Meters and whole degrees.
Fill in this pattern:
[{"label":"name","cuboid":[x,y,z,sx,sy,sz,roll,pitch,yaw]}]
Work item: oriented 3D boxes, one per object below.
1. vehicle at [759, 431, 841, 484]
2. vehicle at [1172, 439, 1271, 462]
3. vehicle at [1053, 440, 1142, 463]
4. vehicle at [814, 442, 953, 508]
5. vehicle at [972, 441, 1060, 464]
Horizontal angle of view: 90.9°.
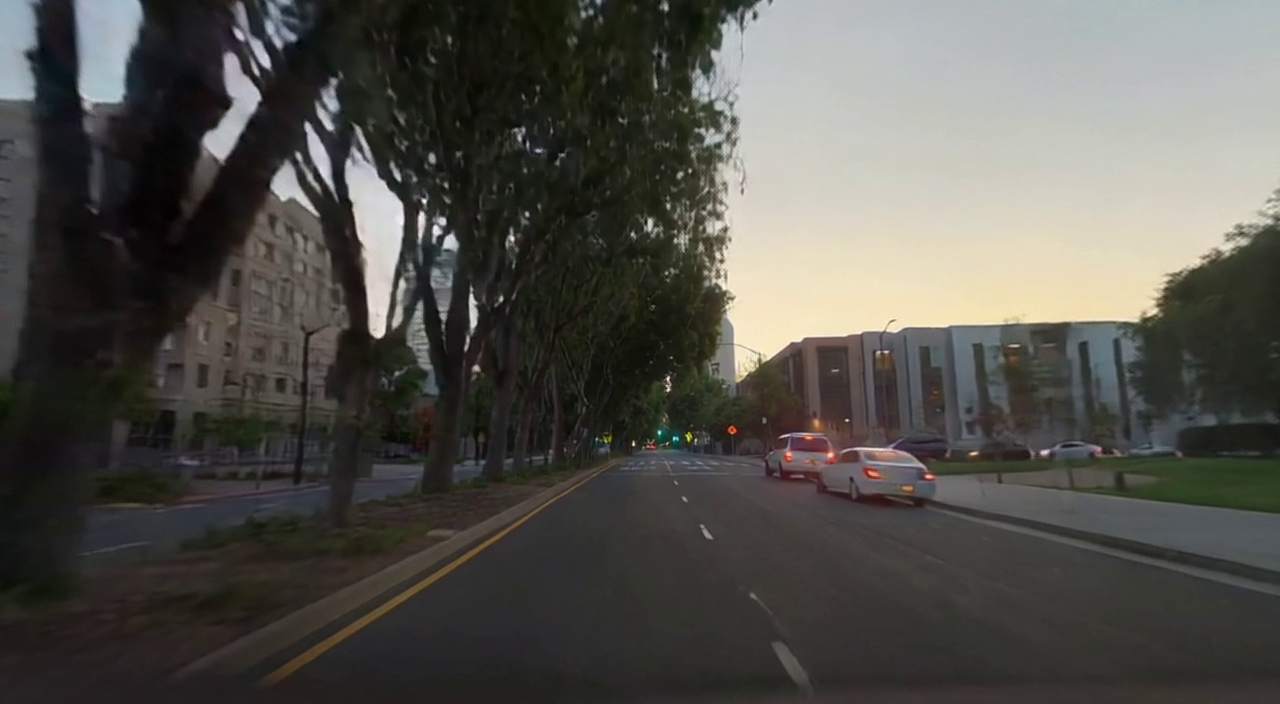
[{"label":"vehicle","cuboid":[6.310,4.221,25.512,2.045,1.890,4.876,0,-8,0]},{"label":"vehicle","cuboid":[38.537,6.500,41.842,4.519,1.466,1.996,0,-8,1]},{"label":"vehicle","cuboid":[30.458,6.605,42.051,4.373,1.489,1.908,0,-8,1]},{"label":"vehicle","cuboid":[6.306,3.211,16.998,1.948,1.511,4.623,0,-8,1]},{"label":"vehicle","cuboid":[25.238,6.728,42.449,4.733,1.494,1.794,0,-8,0]}]
